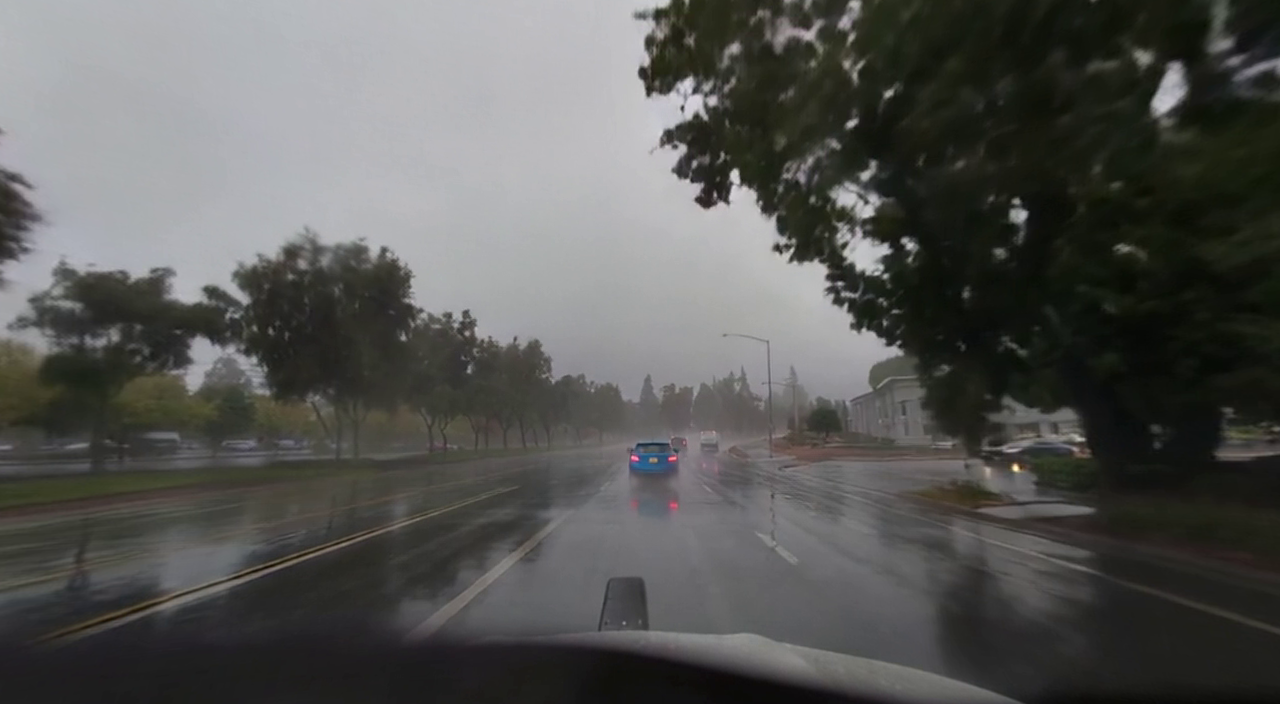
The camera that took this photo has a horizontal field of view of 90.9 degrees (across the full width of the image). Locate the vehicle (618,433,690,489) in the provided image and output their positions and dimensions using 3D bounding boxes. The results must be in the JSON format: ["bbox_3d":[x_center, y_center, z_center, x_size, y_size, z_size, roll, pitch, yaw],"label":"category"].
[{"bbox_3d":[0.404,3.319,19.497,2.010,1.535,3.735,0,-8,0],"label":"vehicle"}]

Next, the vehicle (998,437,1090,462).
[{"bbox_3d":[25.162,6.096,39.410,4.305,1.457,1.885,-1,-8,7],"label":"vehicle"}]

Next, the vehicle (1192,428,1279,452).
[{"bbox_3d":[42.839,6.335,45.344,4.324,1.411,1.882,-4,-9,1],"label":"vehicle"}]
